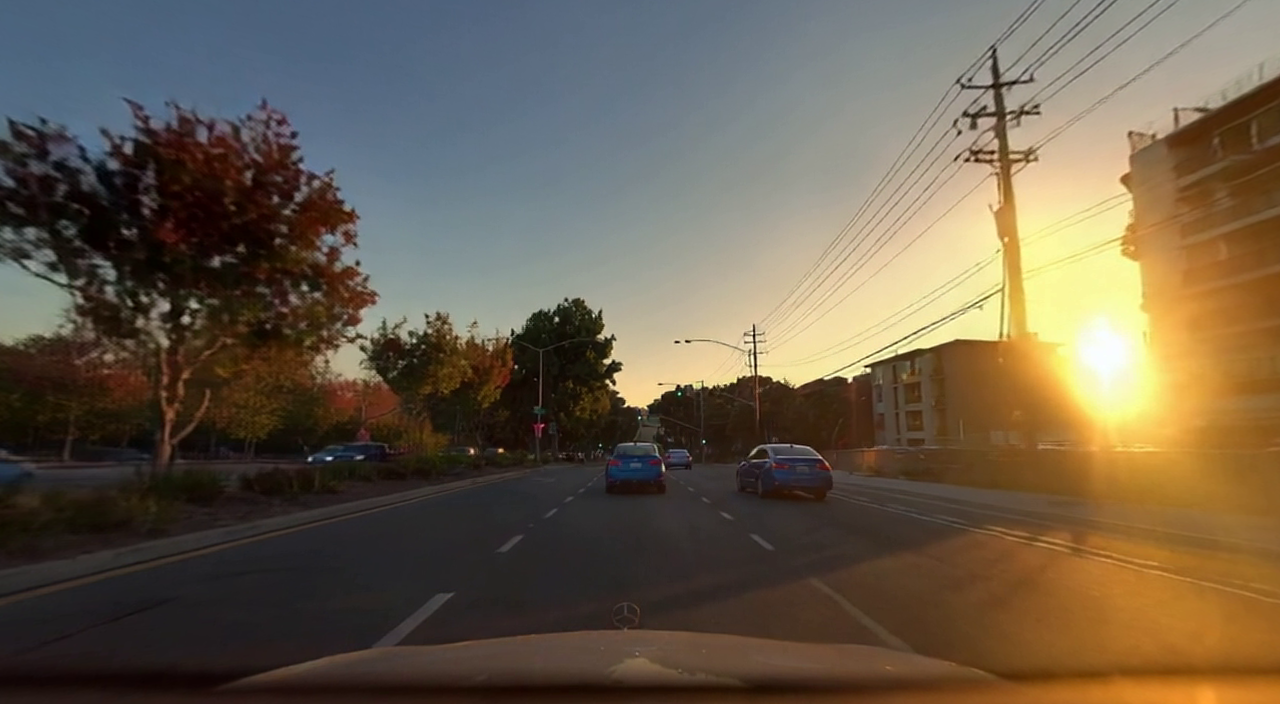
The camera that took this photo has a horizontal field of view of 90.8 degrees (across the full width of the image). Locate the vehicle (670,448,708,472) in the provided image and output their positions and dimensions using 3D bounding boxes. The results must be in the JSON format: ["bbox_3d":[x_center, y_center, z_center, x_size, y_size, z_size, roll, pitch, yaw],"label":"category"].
[{"bbox_3d":[3.147,7.044,41.545,2.054,1.461,4.321,0,-8,-1],"label":"vehicle"}]

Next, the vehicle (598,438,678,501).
[{"bbox_3d":[-0.093,3.369,18.539,2.073,1.606,3.933,0,-8,-1],"label":"vehicle"}]

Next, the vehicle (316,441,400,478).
[{"bbox_3d":[-13.625,5.192,30.864,1.982,1.639,4.553,0,-8,0],"label":"vehicle"}]

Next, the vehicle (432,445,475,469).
[{"bbox_3d":[-14.388,8.104,49.082,2.064,1.745,4.495,0,-8,-1],"label":"vehicle"}]

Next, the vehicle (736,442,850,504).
[{"bbox_3d":[4.199,3.387,18.140,2.086,1.534,4.351,0,-8,-1],"label":"vehicle"}]
